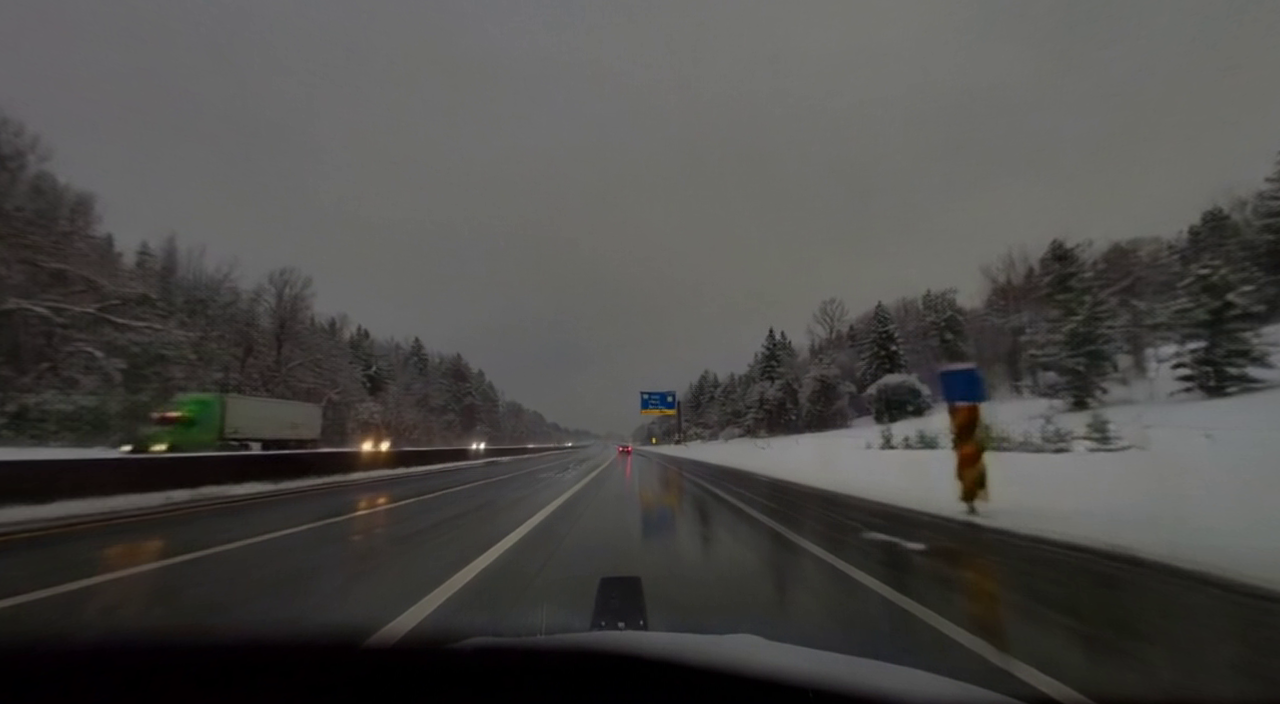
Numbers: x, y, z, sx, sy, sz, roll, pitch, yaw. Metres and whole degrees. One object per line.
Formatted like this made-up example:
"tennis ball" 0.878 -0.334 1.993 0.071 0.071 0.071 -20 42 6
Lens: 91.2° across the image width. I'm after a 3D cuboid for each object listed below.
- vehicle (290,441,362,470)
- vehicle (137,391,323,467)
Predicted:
"vehicle" -17.772 5.856 35.785 1.844 1.527 4.384 0 -9 -1
"vehicle" -25.437 5.170 40.557 2.832 4.001 14.137 0 -9 -1
